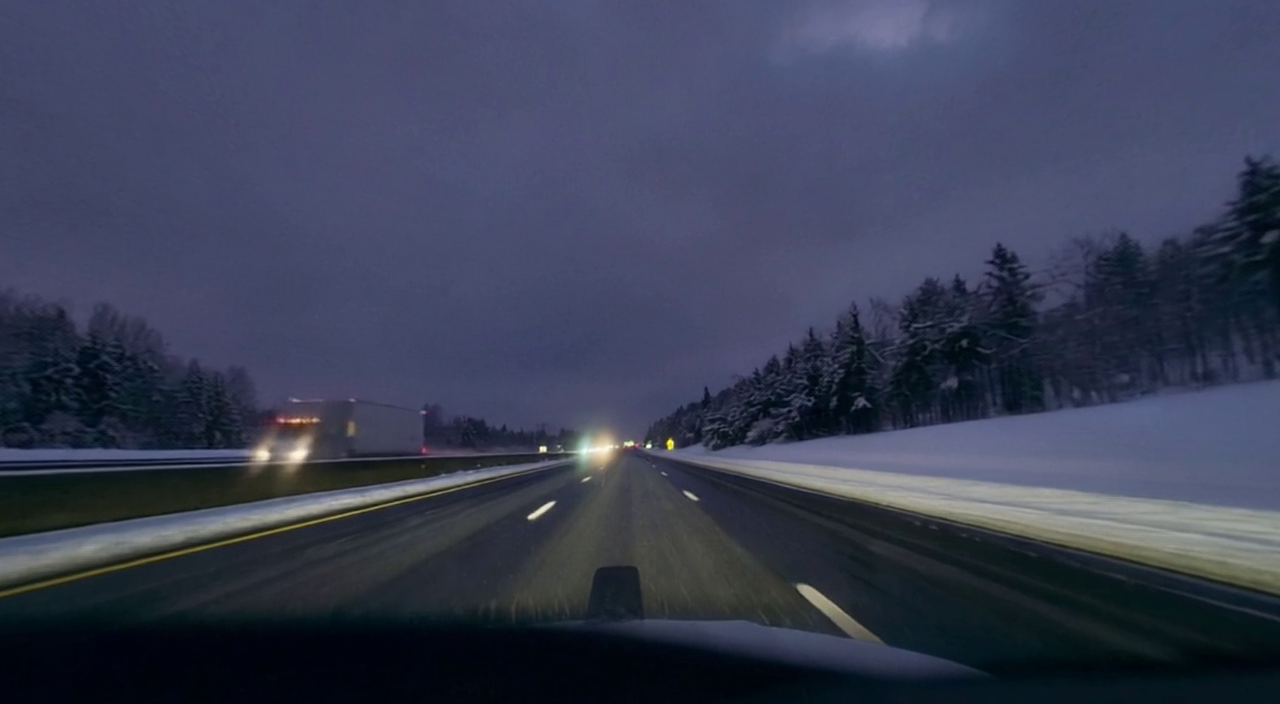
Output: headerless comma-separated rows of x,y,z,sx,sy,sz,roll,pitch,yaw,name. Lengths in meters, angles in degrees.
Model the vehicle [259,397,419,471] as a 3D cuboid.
-17.406,5.168,38.340,2.816,3.631,14.591,0,-9,-1,vehicle
